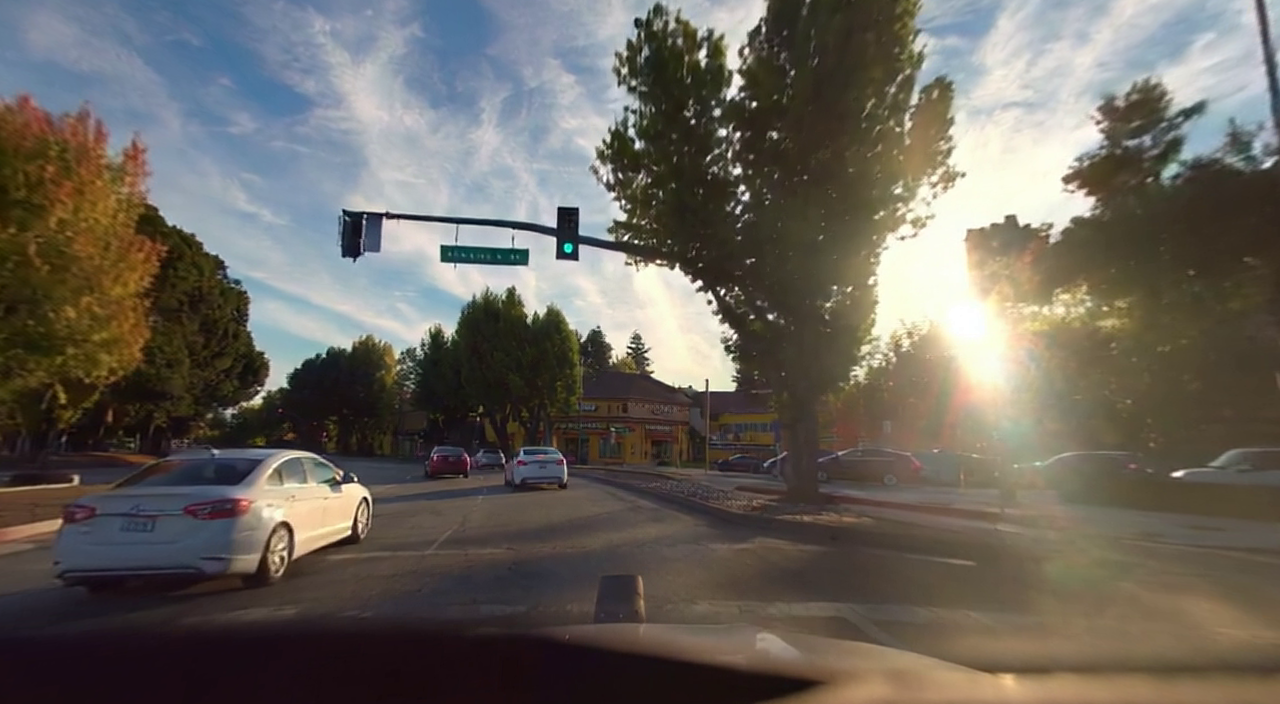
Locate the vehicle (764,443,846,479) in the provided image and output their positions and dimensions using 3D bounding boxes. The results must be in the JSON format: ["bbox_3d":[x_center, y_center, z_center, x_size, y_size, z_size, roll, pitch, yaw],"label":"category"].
[{"bbox_3d":[7.350,4.906,28.610,1.919,1.489,4.889,1,-9,-6],"label":"vehicle"}]

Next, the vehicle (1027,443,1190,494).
[{"bbox_3d":[16.062,3.973,21.966,1.921,1.560,4.676,1,-9,-3],"label":"vehicle"}]

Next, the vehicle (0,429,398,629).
[{"bbox_3d":[-4.659,1.700,7.210,2.105,1.477,4.857,1,-9,-4],"label":"vehicle"}]

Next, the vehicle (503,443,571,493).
[{"bbox_3d":[-3.597,3.857,21.388,2.001,1.483,4.442,2,-9,-12],"label":"vehicle"}]

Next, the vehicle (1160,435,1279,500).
[{"bbox_3d":[19.007,3.446,18.977,1.865,1.827,5.352,1,-9,-2],"label":"vehicle"}]

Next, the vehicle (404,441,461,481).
[{"bbox_3d":[-8.907,4.678,27.346,2.042,1.593,3.956,3,-9,-15],"label":"vehicle"}]

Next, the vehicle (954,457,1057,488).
[{"bbox_3d":[16.949,5.576,29.256,3.800,1.369,1.759,2,-9,-8],"label":"vehicle"}]

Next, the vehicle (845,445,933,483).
[{"bbox_3d":[10.298,4.644,26.341,1.762,1.453,3.976,1,-9,-5],"label":"vehicle"}]
